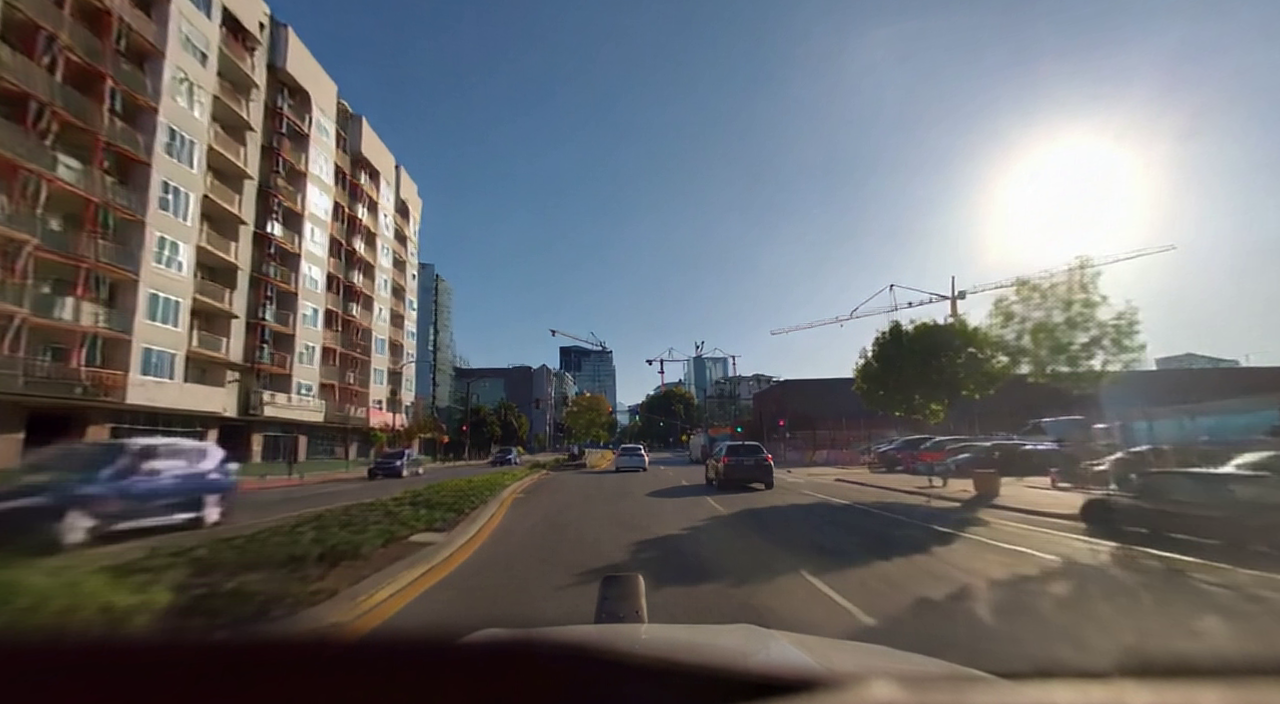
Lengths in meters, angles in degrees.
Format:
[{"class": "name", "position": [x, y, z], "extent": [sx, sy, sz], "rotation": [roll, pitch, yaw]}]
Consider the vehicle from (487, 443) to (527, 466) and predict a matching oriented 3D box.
[{"class": "vehicle", "position": [-10.405, 8.054, 49.801], "extent": [1.973, 1.646, 4.427], "rotation": [-1, -9, 3]}]

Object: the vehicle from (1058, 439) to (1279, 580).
[{"class": "vehicle", "position": [7.589, 1.796, 7.662], "extent": [1.883, 1.452, 4.598], "rotation": [0, -9, 0]}]

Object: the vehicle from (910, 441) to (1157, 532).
[{"class": "vehicle", "position": [7.445, 2.553, 12.677], "extent": [1.893, 1.455, 4.571], "rotation": [0, -9, -2]}]

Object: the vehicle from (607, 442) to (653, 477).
[{"class": "vehicle", "position": [-0.463, 4.976, 29.467], "extent": [2.006, 1.487, 3.535], "rotation": [0, -9, 0]}]

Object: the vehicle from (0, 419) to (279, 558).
[{"class": "vehicle", "position": [-7.973, 1.955, 9.764], "extent": [2.072, 1.623, 4.564], "rotation": [0, -9, 0]}]

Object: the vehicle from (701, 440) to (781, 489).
[{"class": "vehicle", "position": [3.270, 3.719, 21.255], "extent": [1.910, 1.474, 4.003], "rotation": [0, -9, -1]}]
